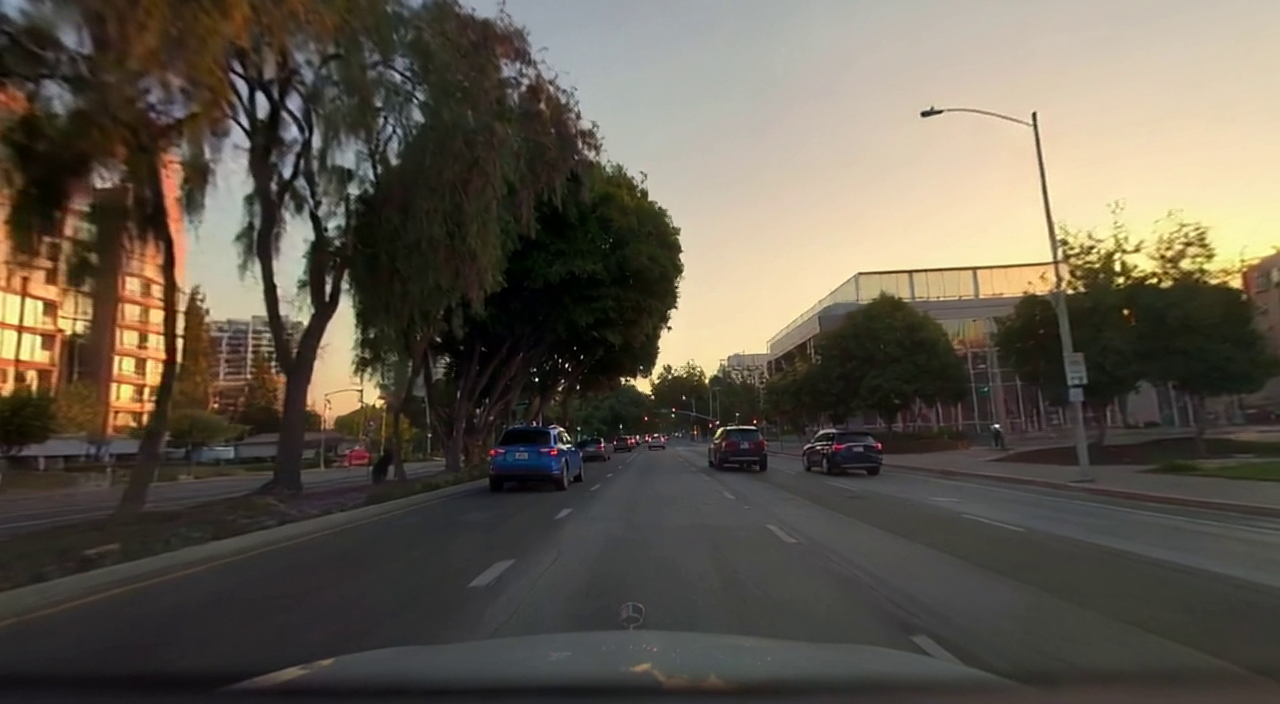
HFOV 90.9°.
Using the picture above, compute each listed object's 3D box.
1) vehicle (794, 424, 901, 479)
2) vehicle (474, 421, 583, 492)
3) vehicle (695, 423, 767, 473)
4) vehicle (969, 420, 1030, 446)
[{"bbox_3d":[6.956,3.398,21.737,2.088,1.666,4.512,0,-8,0],"label":"vehicle"},{"bbox_3d":[-2.955,2.900,17.743,2.141,1.719,4.379,-1,-8,2],"label":"vehicle"},{"bbox_3d":[3.568,3.885,25.646,2.178,1.804,4.766,0,-8,0],"label":"vehicle"},{"bbox_3d":[23.452,5.343,41.312,1.800,1.563,3.827,-1,-8,2],"label":"vehicle"}]
